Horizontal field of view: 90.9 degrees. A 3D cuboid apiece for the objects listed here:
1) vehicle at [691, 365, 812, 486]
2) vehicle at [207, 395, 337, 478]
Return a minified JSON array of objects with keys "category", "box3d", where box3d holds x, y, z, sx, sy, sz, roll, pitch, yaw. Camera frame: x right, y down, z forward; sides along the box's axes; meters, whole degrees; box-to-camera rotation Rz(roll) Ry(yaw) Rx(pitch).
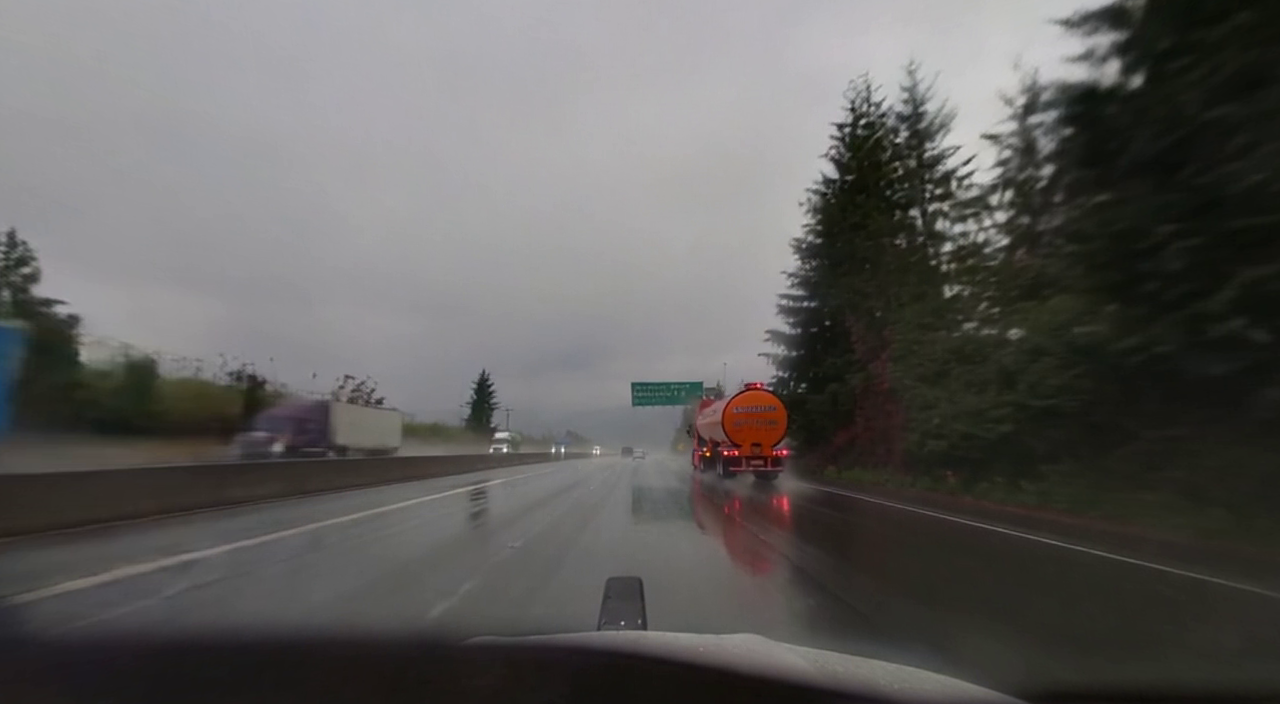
[{"category":"vehicle","box3d":[4.378,3.553,28.440,2.784,4.080,13.516,-1,-9,-1]},{"category":"vehicle","box3d":[-18.397,4.335,32.030,2.996,3.818,5.801,0,-9,-1]}]
